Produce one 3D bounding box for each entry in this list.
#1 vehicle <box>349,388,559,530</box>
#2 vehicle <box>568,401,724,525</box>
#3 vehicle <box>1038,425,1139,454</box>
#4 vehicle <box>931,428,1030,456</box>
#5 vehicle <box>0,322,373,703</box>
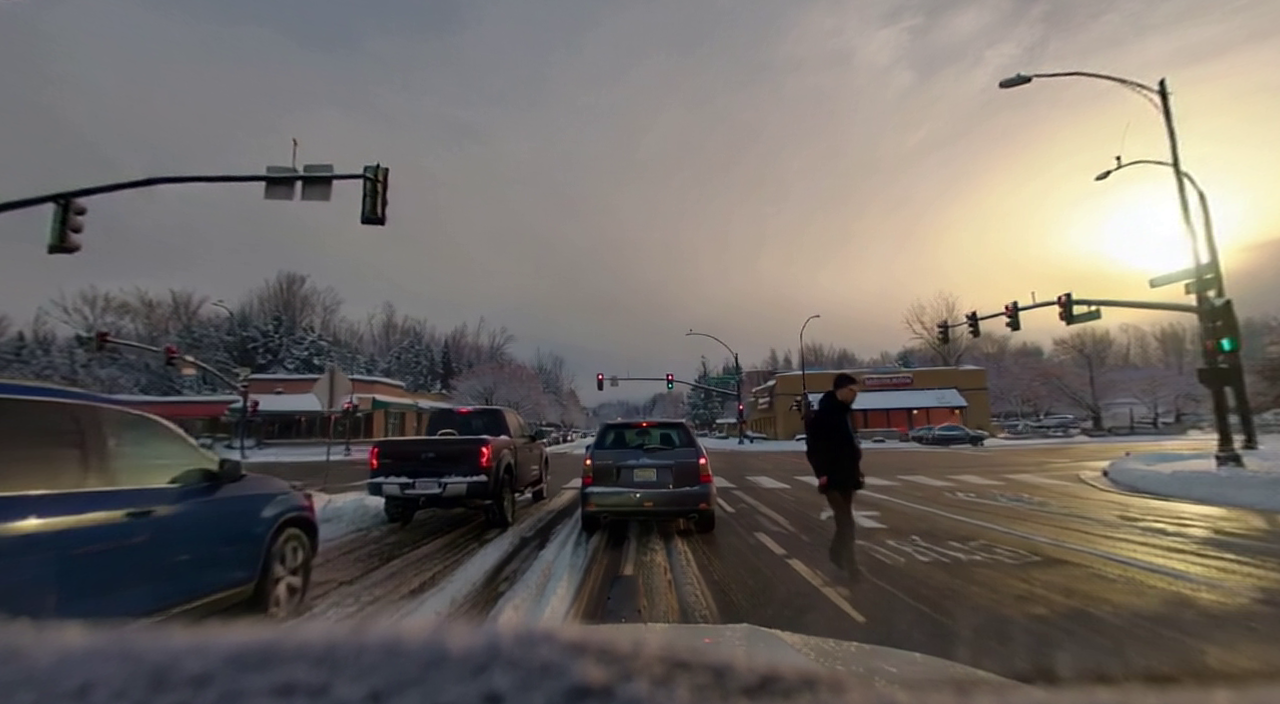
[{"bbox_3d":[-2.846,1.813,11.040,2.220,1.926,4.870,0,-8,-1],"label":"vehicle"},{"bbox_3d":[0.039,1.914,11.306,2.204,1.738,4.690,0,-8,-1],"label":"vehicle"},{"bbox_3d":[28.213,5.535,39.598,4.849,1.759,2.041,0,-8,-2],"label":"vehicle"},{"bbox_3d":[19.560,5.193,36.207,4.624,1.601,1.871,0,-8,-3],"label":"vehicle"},{"bbox_3d":[-3.311,0.867,3.050,2.006,1.707,4.448,0,-8,1],"label":"vehicle"}]
